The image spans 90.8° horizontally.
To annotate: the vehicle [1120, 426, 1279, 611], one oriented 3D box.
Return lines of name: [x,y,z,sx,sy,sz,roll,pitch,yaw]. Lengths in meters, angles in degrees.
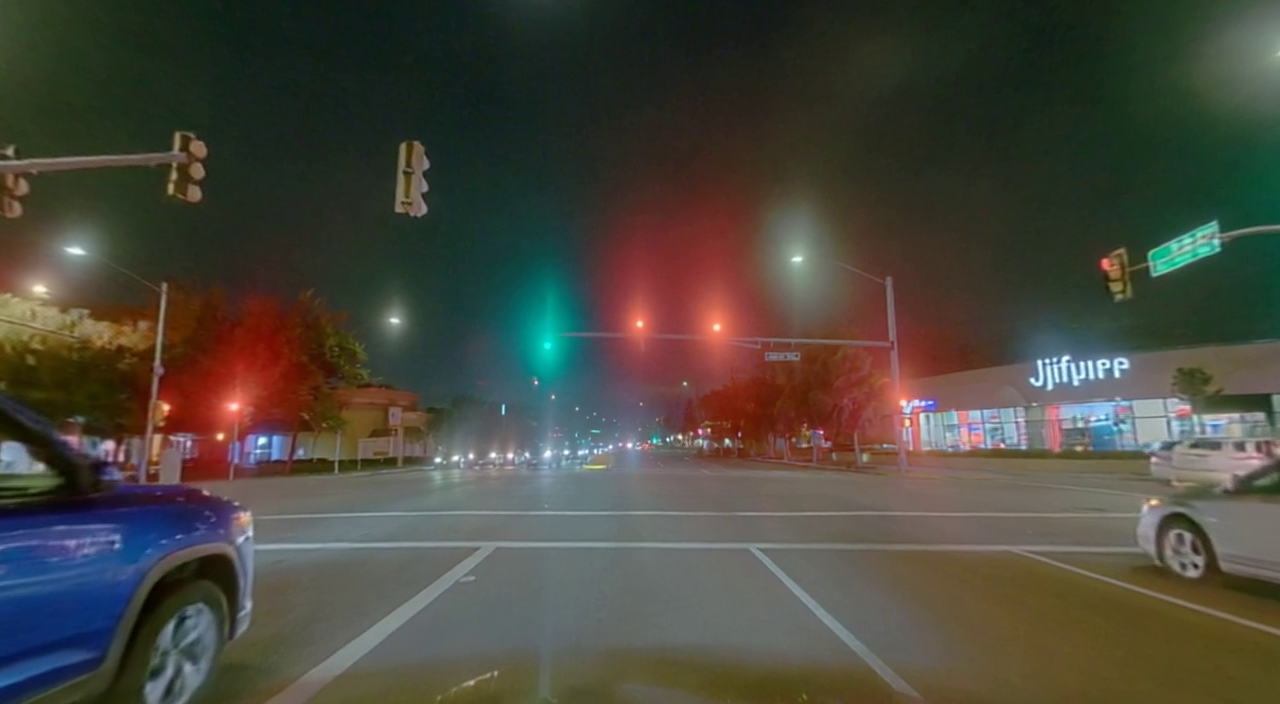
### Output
vehicle: [6.162,1.229,4.324,1.972,1.476,4.775,0,-8,0]

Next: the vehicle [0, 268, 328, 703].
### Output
vehicle: [-3.328,0.630,1.874,2.313,1.883,5.016,0,-9,-1]

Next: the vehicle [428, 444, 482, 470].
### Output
vehicle: [-11.336,6.441,38.944,2.003,1.476,4.082,0,-8,1]

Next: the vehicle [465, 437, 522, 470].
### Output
vehicle: [-8.424,5.895,36.909,2.273,1.791,4.809,0,-8,-1]

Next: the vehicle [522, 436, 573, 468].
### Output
vehicle: [-5.466,5.991,38.094,2.384,1.787,5.038,0,-8,-1]
